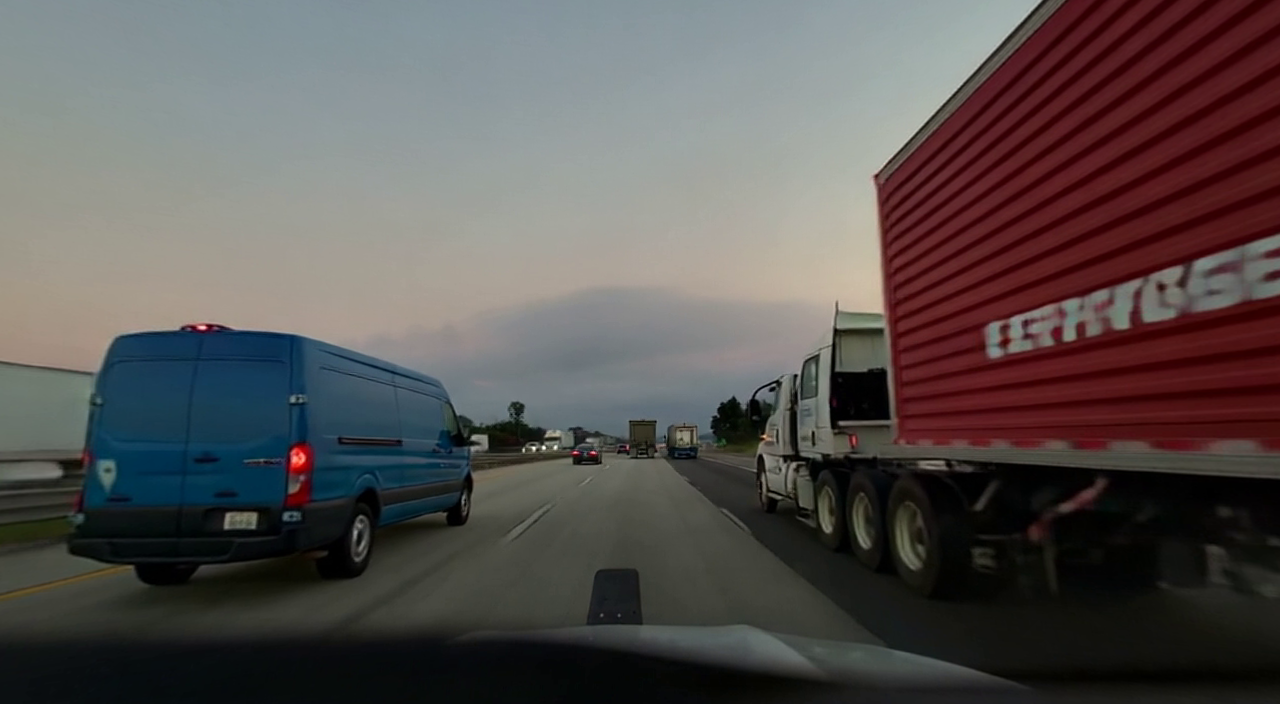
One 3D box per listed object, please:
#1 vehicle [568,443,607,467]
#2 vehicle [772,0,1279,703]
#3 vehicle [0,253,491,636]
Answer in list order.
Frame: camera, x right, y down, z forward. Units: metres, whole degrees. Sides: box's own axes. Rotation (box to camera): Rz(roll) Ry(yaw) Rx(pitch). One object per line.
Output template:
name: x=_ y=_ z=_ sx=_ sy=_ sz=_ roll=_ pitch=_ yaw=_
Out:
vehicle: x=-3.324 y=6.589 z=40.606 sx=2.024 sy=1.472 sz=4.014 roll=-1 pitch=-9 yaw=2
vehicle: x=3.984 y=0.050 z=4.789 sx=2.951 sy=3.974 sz=13.340 roll=0 pitch=-9 yaw=-1
vehicle: x=-3.981 y=1.132 z=8.091 sx=2.557 sy=2.855 sz=6.674 roll=0 pitch=-9 yaw=0
